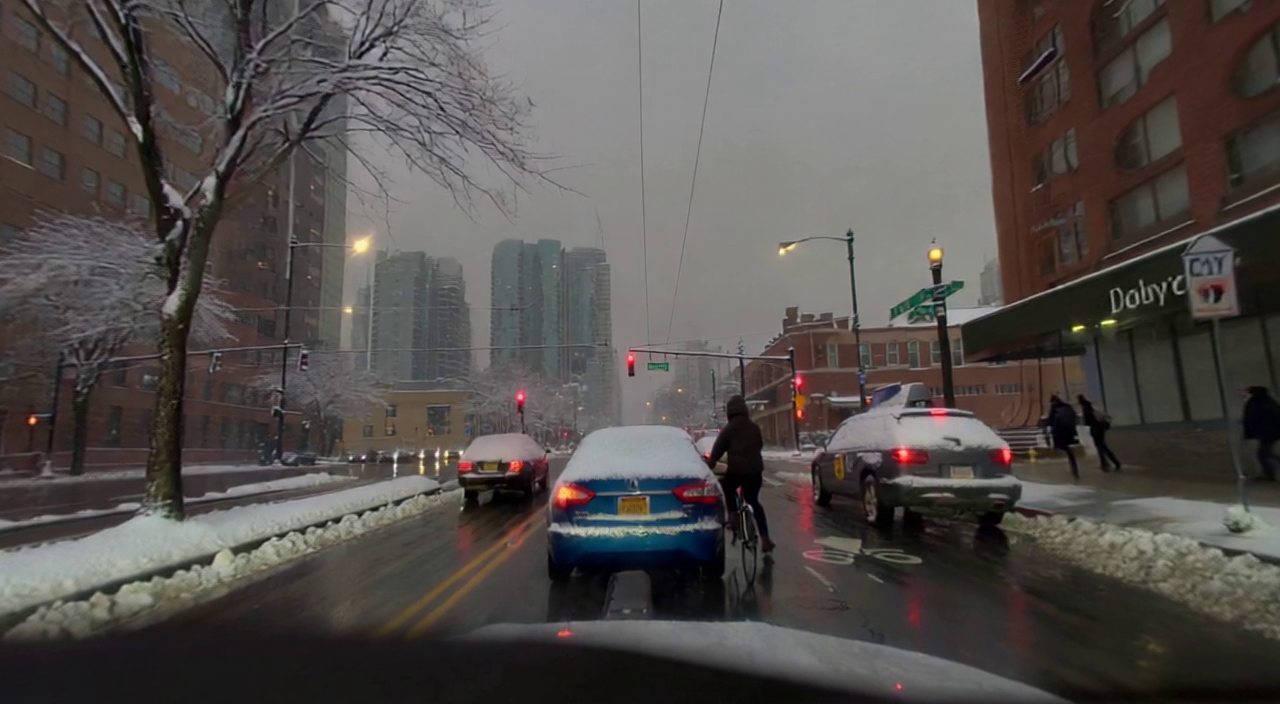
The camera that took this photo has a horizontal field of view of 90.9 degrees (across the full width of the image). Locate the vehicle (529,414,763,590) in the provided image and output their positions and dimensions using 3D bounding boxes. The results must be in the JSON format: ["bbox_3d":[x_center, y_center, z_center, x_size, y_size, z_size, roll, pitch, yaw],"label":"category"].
[{"bbox_3d":[0.037,1.651,7.726,2.091,1.557,4.000,0,-9,0],"label":"vehicle"}]

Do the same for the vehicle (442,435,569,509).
[{"bbox_3d":[-2.966,2.751,14.963,2.039,1.452,4.489,0,-9,0],"label":"vehicle"}]

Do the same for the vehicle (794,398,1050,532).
[{"bbox_3d":[4.504,1.911,11.154,2.142,1.829,4.767,0,-9,-2],"label":"vehicle"}]
